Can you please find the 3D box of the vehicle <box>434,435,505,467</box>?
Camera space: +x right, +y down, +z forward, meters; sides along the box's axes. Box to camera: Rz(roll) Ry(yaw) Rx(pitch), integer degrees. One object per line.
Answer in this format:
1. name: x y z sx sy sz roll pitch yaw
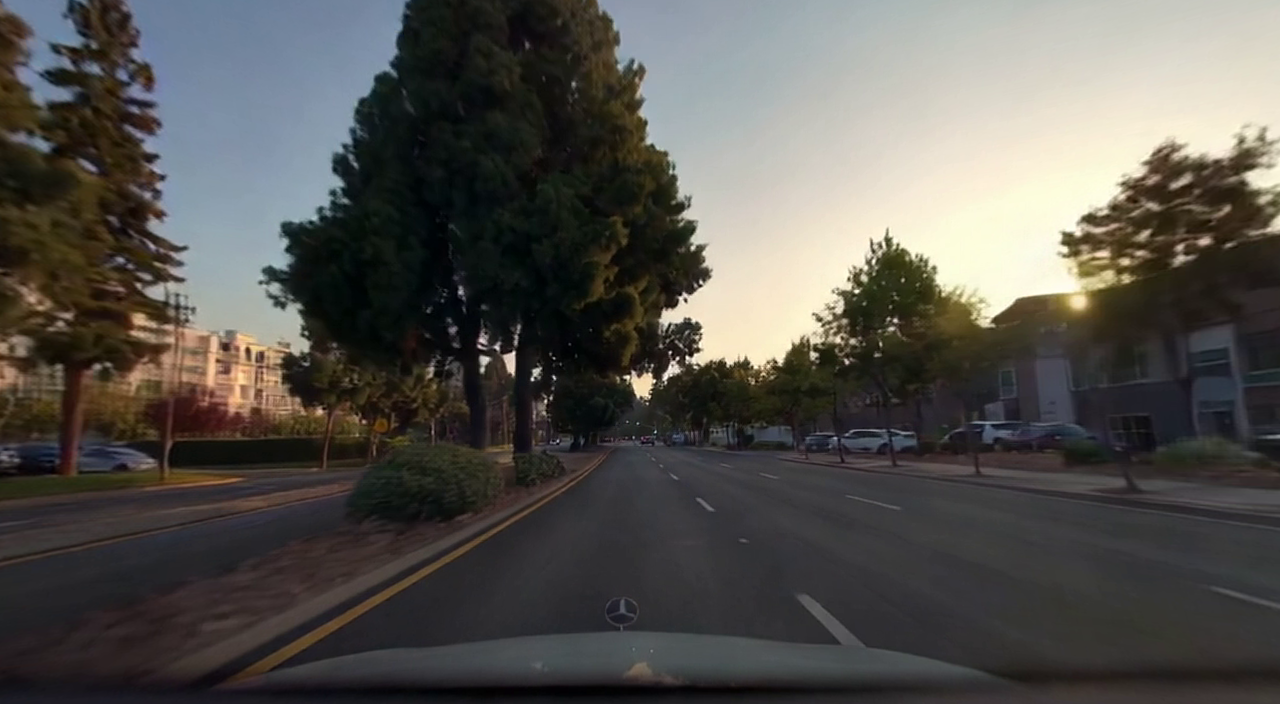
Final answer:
1. vehicle: -10.293 5.909 37.940 4.497 1.774 1.958 -8 -11 42
